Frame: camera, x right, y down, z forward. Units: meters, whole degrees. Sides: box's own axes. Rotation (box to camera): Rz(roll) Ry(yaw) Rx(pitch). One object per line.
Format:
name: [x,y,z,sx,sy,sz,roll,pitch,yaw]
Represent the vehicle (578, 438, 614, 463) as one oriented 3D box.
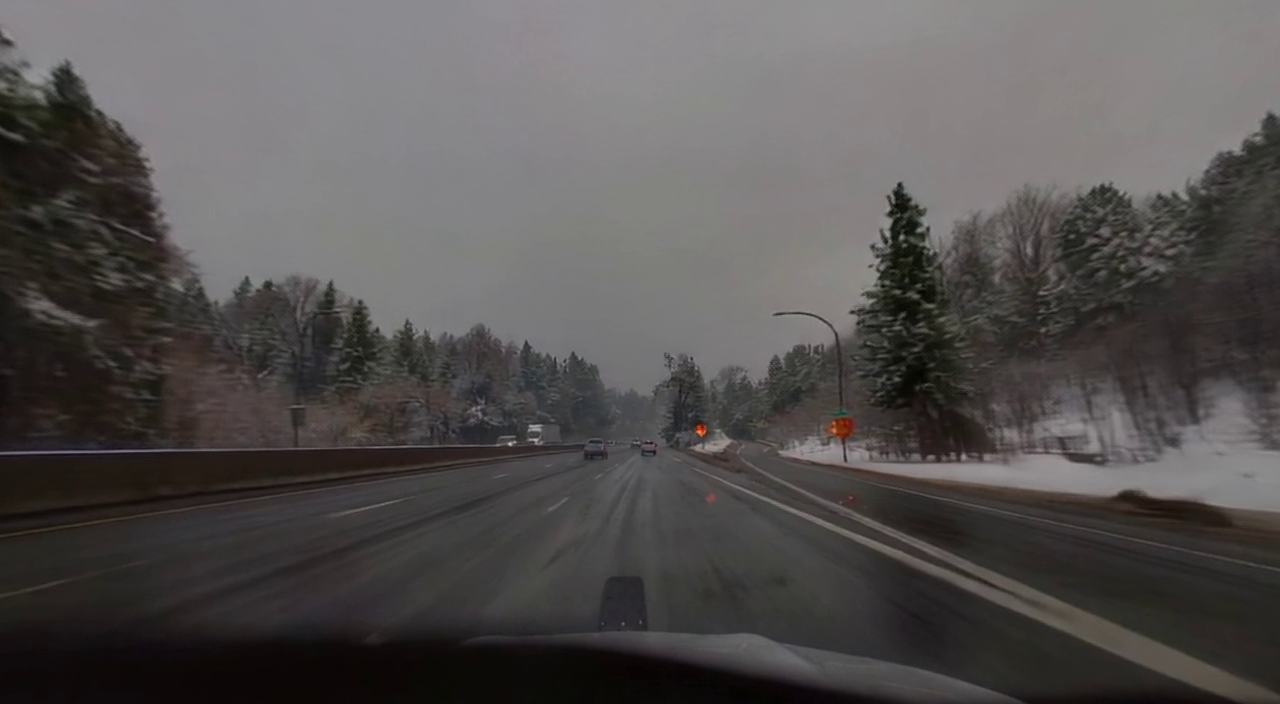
vehicle: [-3.157,7.178,46.018,2.129,1.742,4.217,-1,-8,3]
